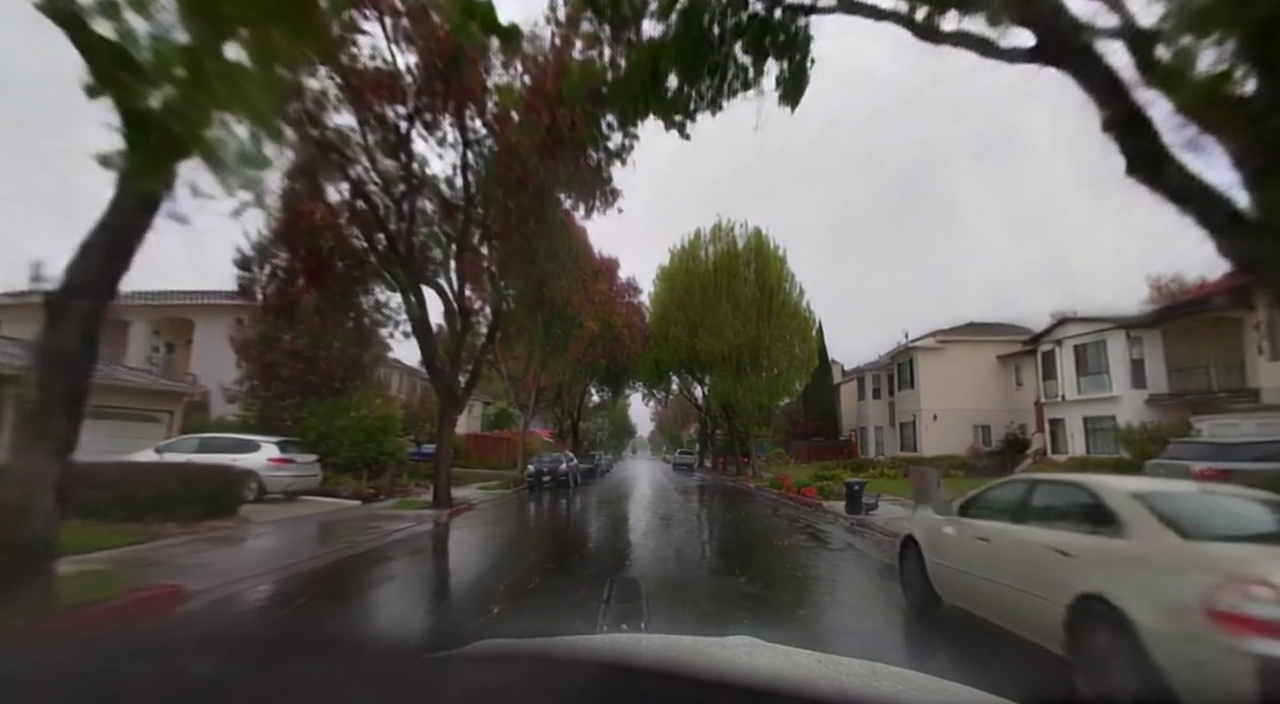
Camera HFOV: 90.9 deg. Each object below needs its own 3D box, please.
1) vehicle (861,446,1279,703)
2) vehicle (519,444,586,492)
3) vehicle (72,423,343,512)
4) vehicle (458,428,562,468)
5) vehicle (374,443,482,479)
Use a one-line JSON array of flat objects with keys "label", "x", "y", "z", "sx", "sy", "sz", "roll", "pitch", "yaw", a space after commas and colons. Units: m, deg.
[{"label": "vehicle", "x": 3.372, "y": 1.411, "z": 4.583, "sx": 1.996, "sy": 1.409, "sz": 4.446, "roll": 0, "pitch": -9, "yaw": 1}, {"label": "vehicle", "x": -3.306, "y": 4.506, "z": 24.607, "sx": 1.974, "sy": 1.664, "sz": 4.539, "roll": 0, "pitch": -10, "yaw": 0}, {"label": "vehicle", "x": -9.230, "y": 2.465, "z": 13.727, "sx": 4.480, "sy": 1.740, "sz": 1.988, "roll": -1, "pitch": -9, "yaw": 5}, {"label": "vehicle", "x": -9.280, "y": 6.952, "z": 45.659, "sx": 6.780, "sy": 2.770, "sz": 2.970, "roll": 0, "pitch": -9, "yaw": 2}, {"label": "vehicle", "x": -10.101, "y": 5.208, "z": 30.271, "sx": 4.414, "sy": 1.658, "sz": 1.988, "roll": 0, "pitch": -9, "yaw": 0}]
